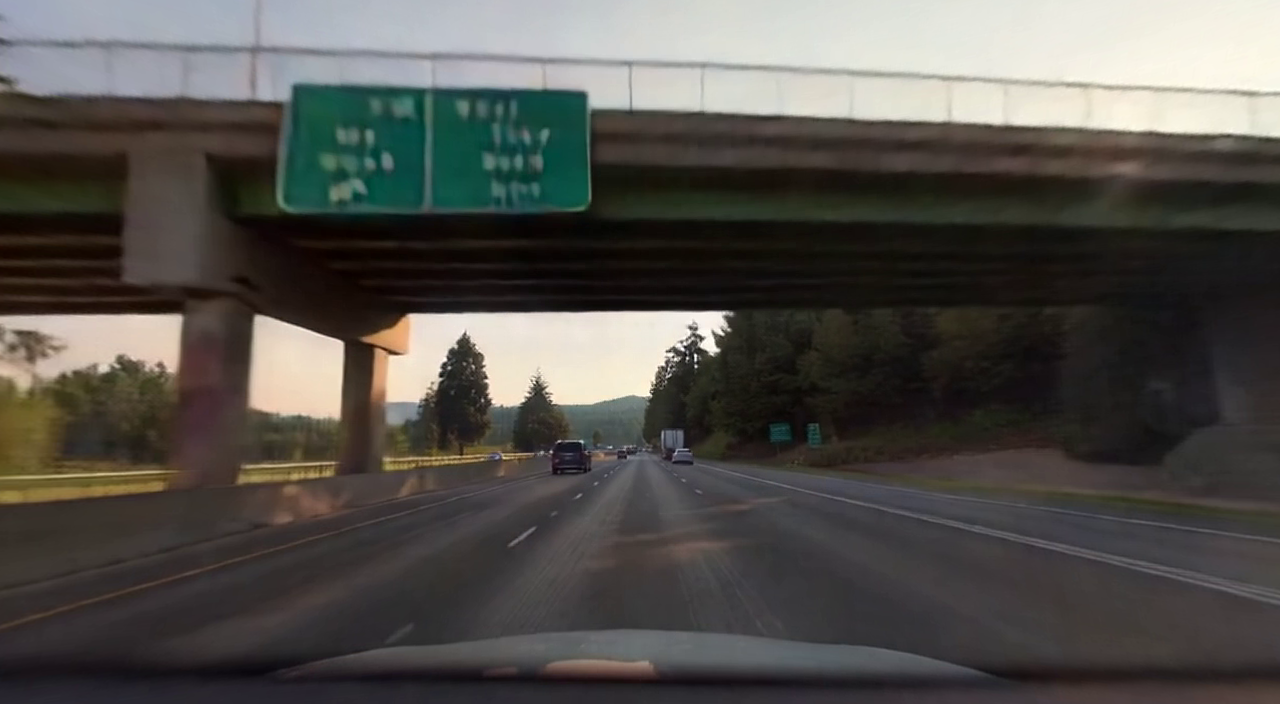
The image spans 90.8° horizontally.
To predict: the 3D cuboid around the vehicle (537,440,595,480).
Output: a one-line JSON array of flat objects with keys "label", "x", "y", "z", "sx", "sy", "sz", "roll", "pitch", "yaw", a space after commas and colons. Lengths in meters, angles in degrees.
[{"label": "vehicle", "x": -3.535, "y": 5.279, "z": 30.993, "sx": 2.238, "sy": 1.792, "sz": 4.518, "roll": 0, "pitch": -9, "yaw": 1}]
